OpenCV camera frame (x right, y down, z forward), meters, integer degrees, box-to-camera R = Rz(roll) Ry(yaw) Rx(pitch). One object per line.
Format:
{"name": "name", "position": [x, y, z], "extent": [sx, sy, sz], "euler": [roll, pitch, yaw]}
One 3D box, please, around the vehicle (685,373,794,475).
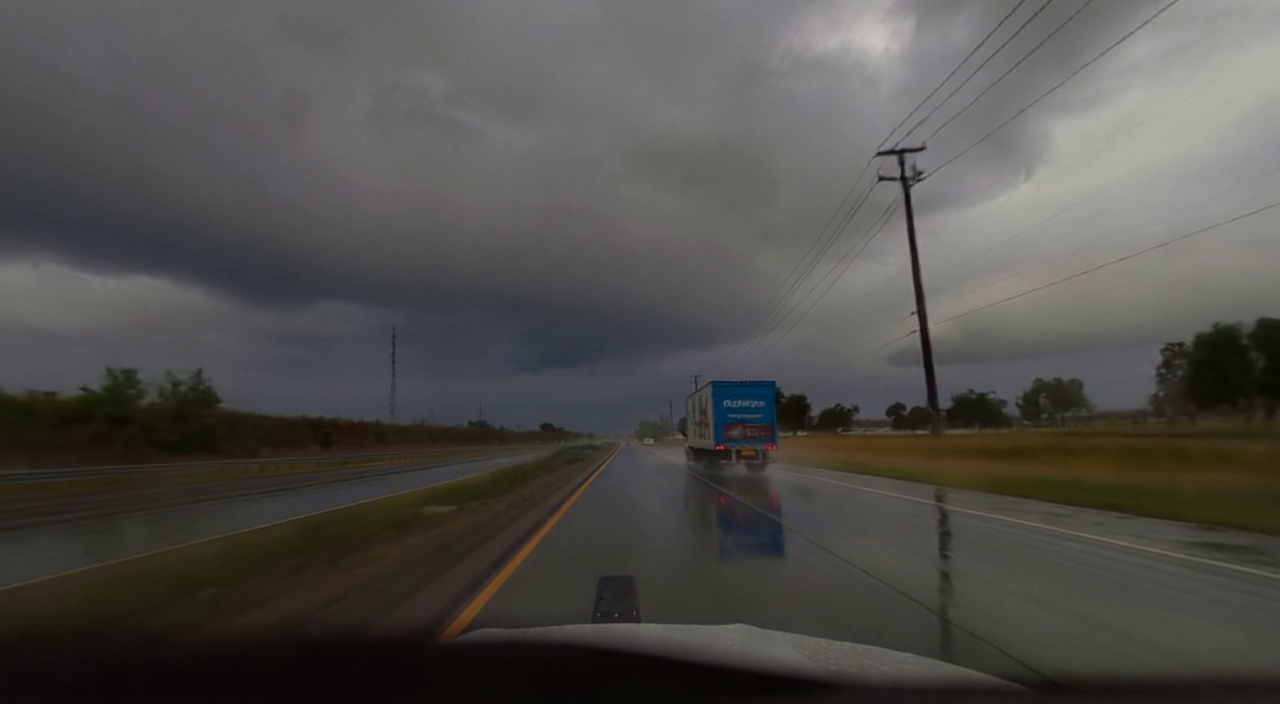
{"name": "vehicle", "position": [3.927, 3.258, 27.480], "extent": [3.037, 3.672, 9.136], "euler": [0, -8, -1]}
